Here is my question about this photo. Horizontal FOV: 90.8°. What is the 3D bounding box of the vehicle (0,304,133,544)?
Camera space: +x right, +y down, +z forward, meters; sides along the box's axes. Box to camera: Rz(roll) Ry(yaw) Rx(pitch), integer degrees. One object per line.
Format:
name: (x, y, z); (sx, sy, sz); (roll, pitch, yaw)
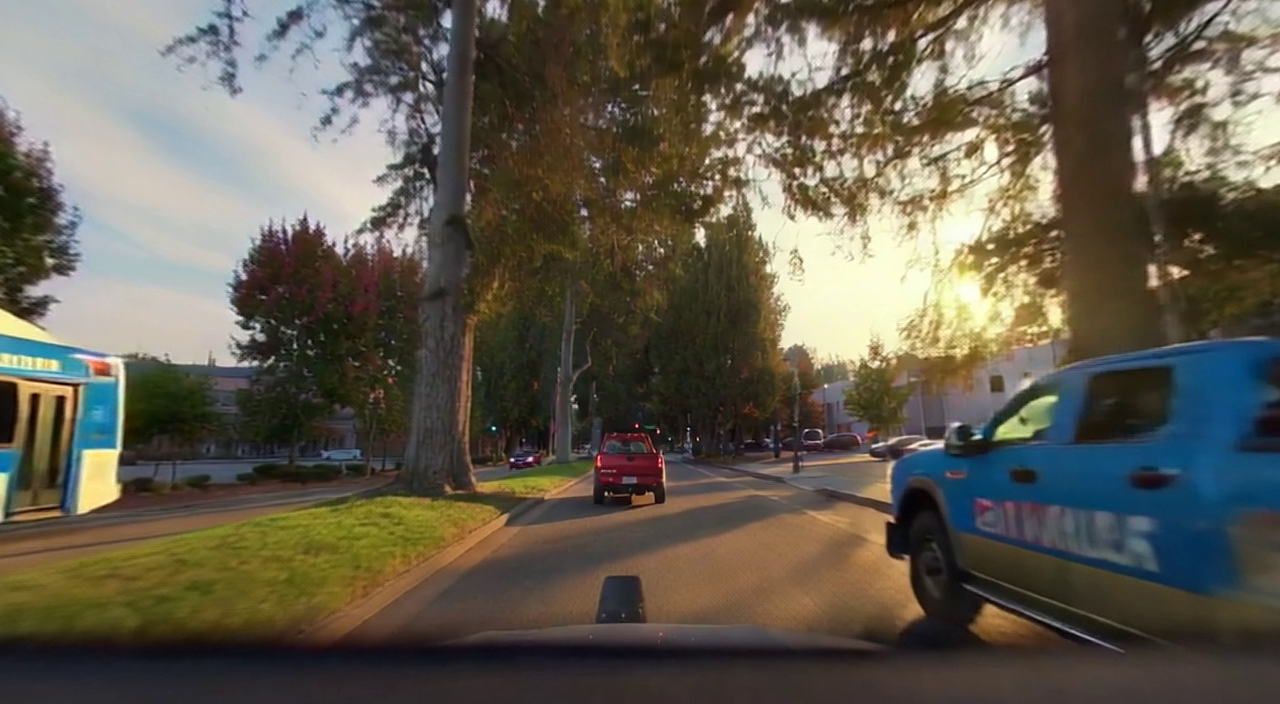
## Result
vehicle: (-12.261, 0.674, 6.998); (2.996, 4.022, 12.692); (0, -9, -1)

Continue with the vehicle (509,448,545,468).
vehicle: (-8.871, 8.364, 49.977); (2.027, 1.493, 4.707); (0, -9, -1)

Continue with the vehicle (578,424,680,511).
vehicle: (-0.266, 2.875, 16.257); (2.157, 1.816, 5.804); (0, -9, -1)

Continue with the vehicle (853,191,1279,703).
vehicle: (3.691, 0.627, 2.558); (2.802, 2.303, 7.582); (0, -9, -2)
